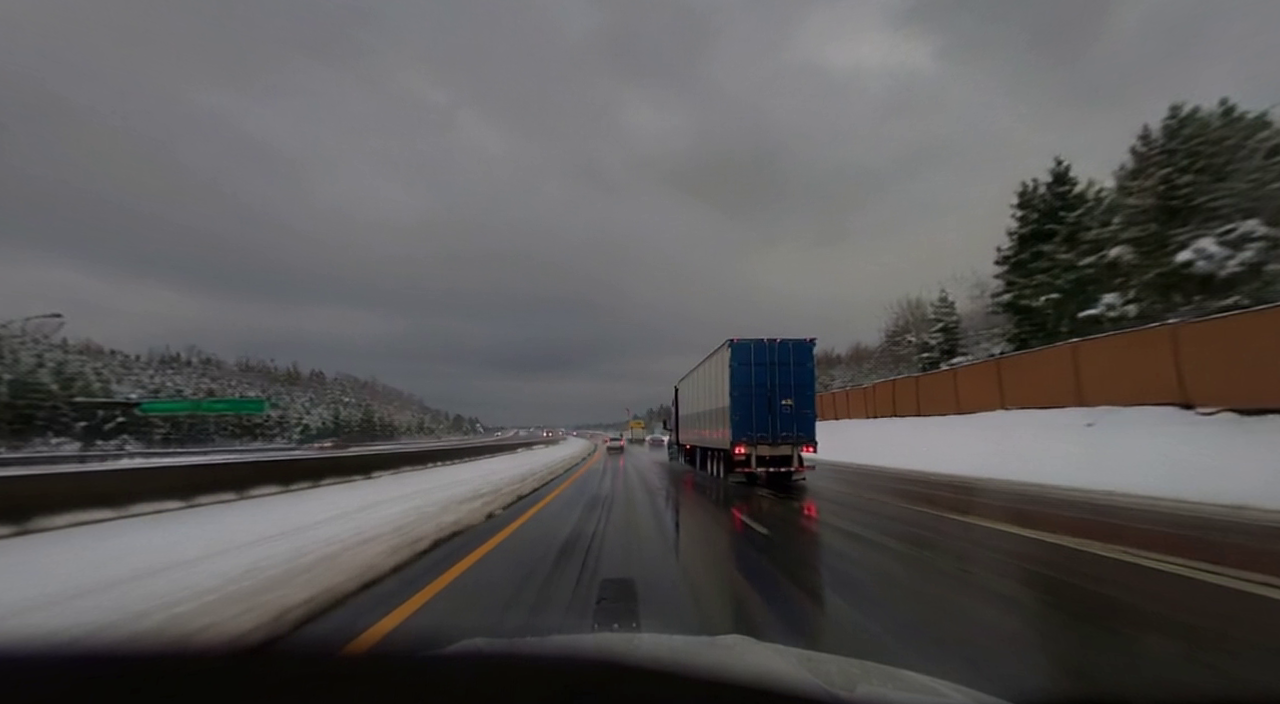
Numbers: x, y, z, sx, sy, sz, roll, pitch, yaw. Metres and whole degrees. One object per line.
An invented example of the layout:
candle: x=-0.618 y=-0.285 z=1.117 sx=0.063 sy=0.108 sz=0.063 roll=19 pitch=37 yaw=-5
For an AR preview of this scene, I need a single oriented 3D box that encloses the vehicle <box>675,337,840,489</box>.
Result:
vehicle: x=3.506 y=2.502 z=23.920 sx=2.965 sy=4.033 sz=14.299 roll=0 pitch=-7 yaw=-2
